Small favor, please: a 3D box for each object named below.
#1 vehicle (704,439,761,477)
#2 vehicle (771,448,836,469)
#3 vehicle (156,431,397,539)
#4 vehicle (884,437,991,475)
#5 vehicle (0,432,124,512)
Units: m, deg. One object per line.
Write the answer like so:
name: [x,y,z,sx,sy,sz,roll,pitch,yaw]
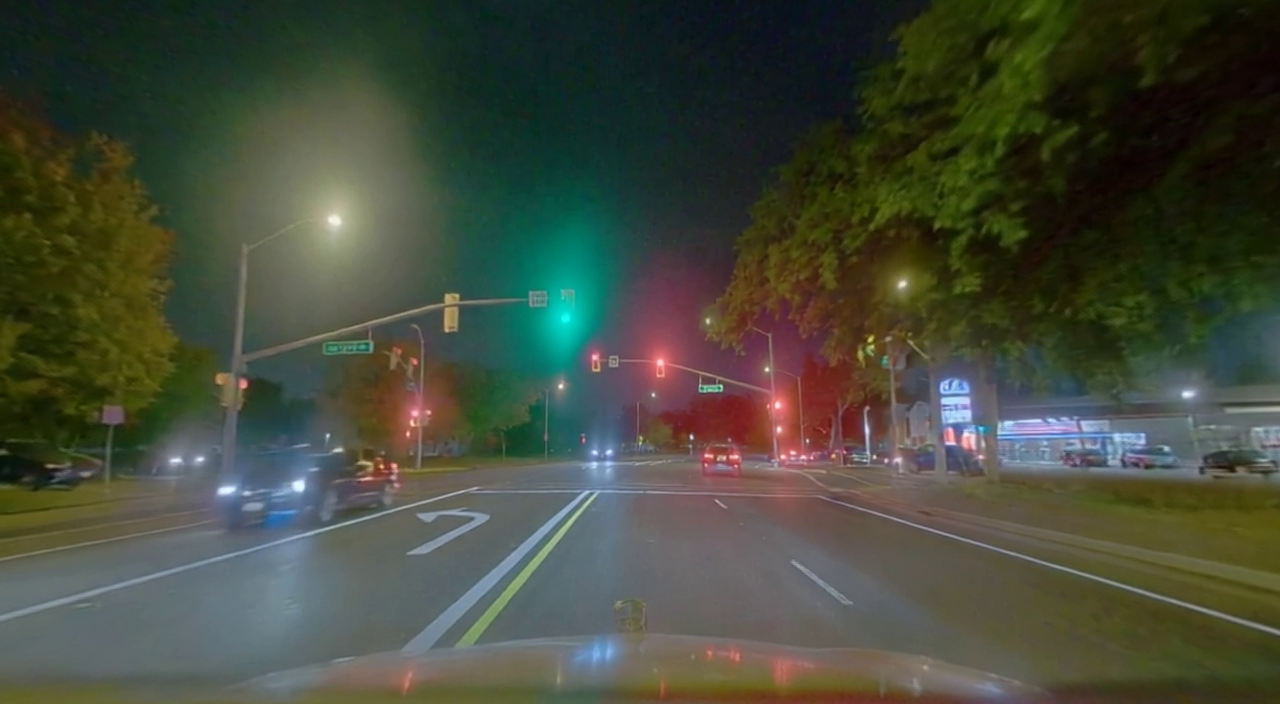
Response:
vehicle: [4.461,5.207,31.088,2.311,1.715,4.287,0,-9,3]
vehicle: [12.213,7.975,47.238,1.938,1.466,4.434,7,-11,-37]
vehicle: [-6.000,2.206,11.046,2.052,1.543,3.719,0,-9,-2]
vehicle: [16.228,5.680,34.616,4.713,1.969,2.201,0,-9,0]
vehicle: [-17.111,3.112,16.667,5.006,1.942,2.246,0,-9,4]
